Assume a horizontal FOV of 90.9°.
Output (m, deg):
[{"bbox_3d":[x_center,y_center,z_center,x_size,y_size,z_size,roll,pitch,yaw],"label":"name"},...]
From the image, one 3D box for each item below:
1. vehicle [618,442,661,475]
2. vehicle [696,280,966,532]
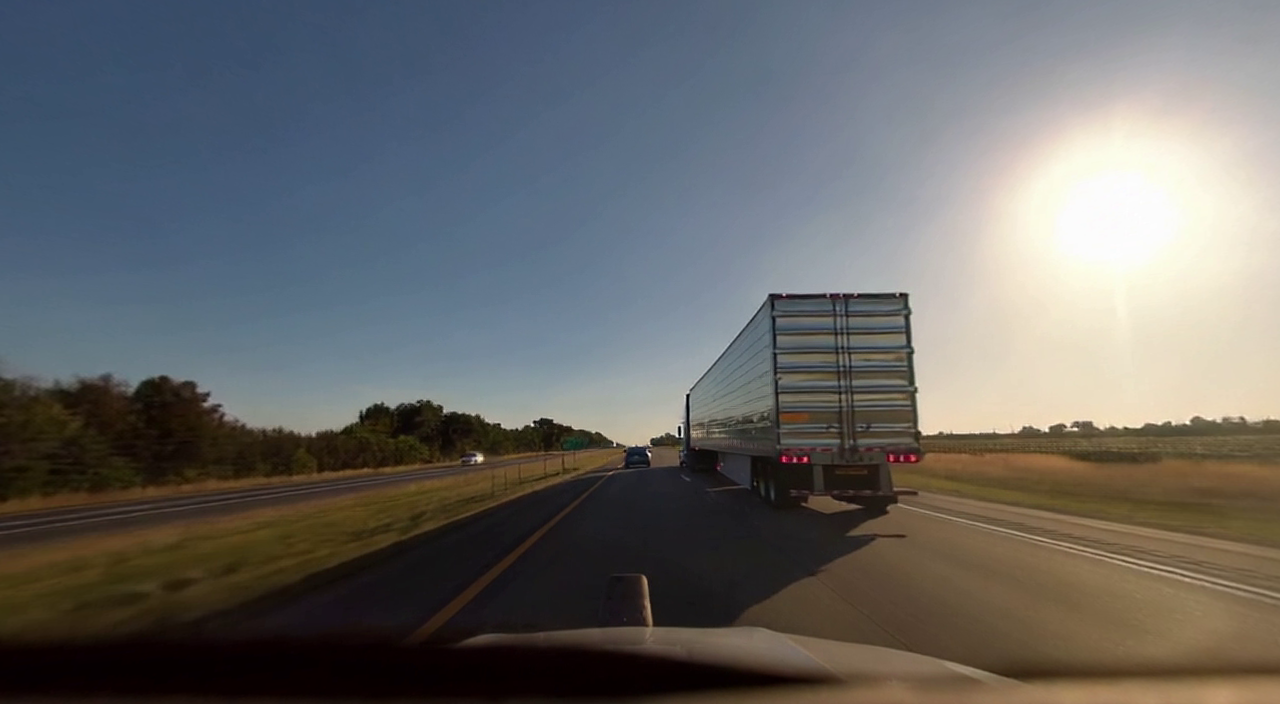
[{"bbox_3d":[-0.018,5.240,31.215,1.968,1.515,4.025,0,-9,0],"label":"vehicle"},{"bbox_3d":[3.801,2.012,18.353,2.929,4.158,15.921,0,-9,0],"label":"vehicle"}]
